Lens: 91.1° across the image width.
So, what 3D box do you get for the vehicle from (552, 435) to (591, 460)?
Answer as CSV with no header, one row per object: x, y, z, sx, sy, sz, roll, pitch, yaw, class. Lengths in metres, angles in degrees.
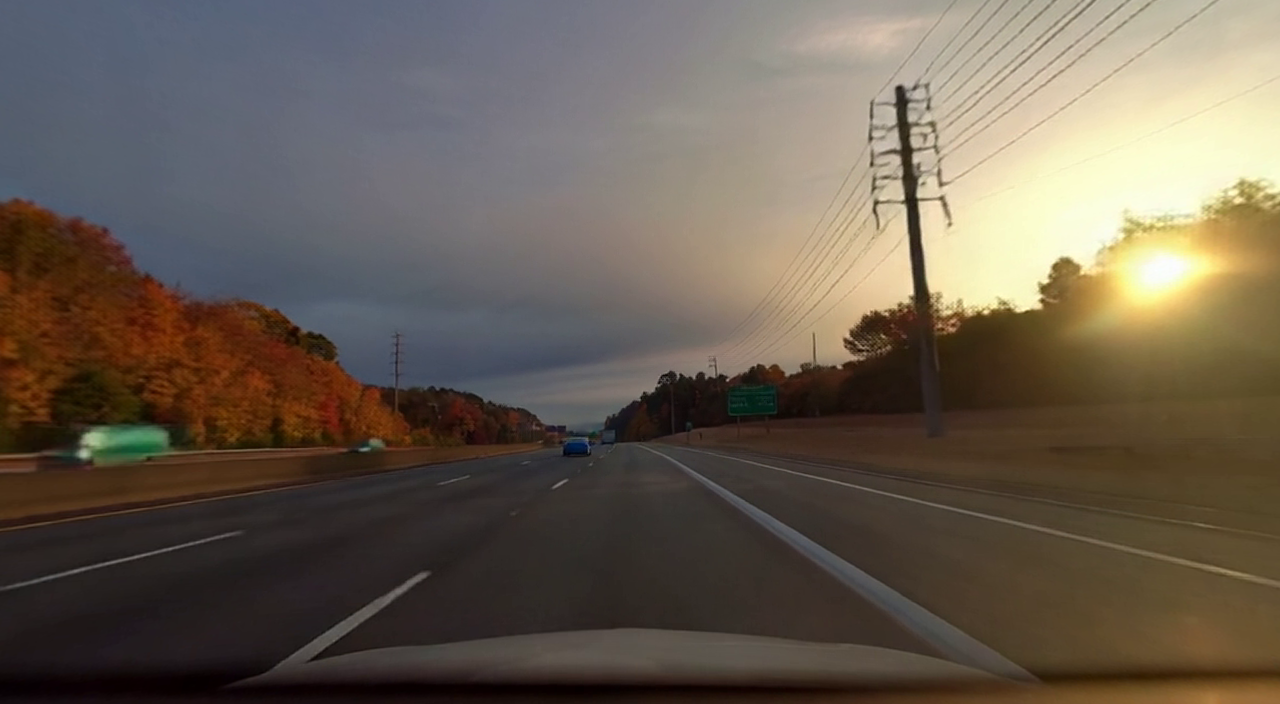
-4.180,5.877,38.960,2.025,1.475,4.379,0,-8,-2,vehicle

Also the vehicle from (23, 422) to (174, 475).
-24.686,4.403,29.047,2.195,2.215,5.366,0,-8,-1,vehicle
